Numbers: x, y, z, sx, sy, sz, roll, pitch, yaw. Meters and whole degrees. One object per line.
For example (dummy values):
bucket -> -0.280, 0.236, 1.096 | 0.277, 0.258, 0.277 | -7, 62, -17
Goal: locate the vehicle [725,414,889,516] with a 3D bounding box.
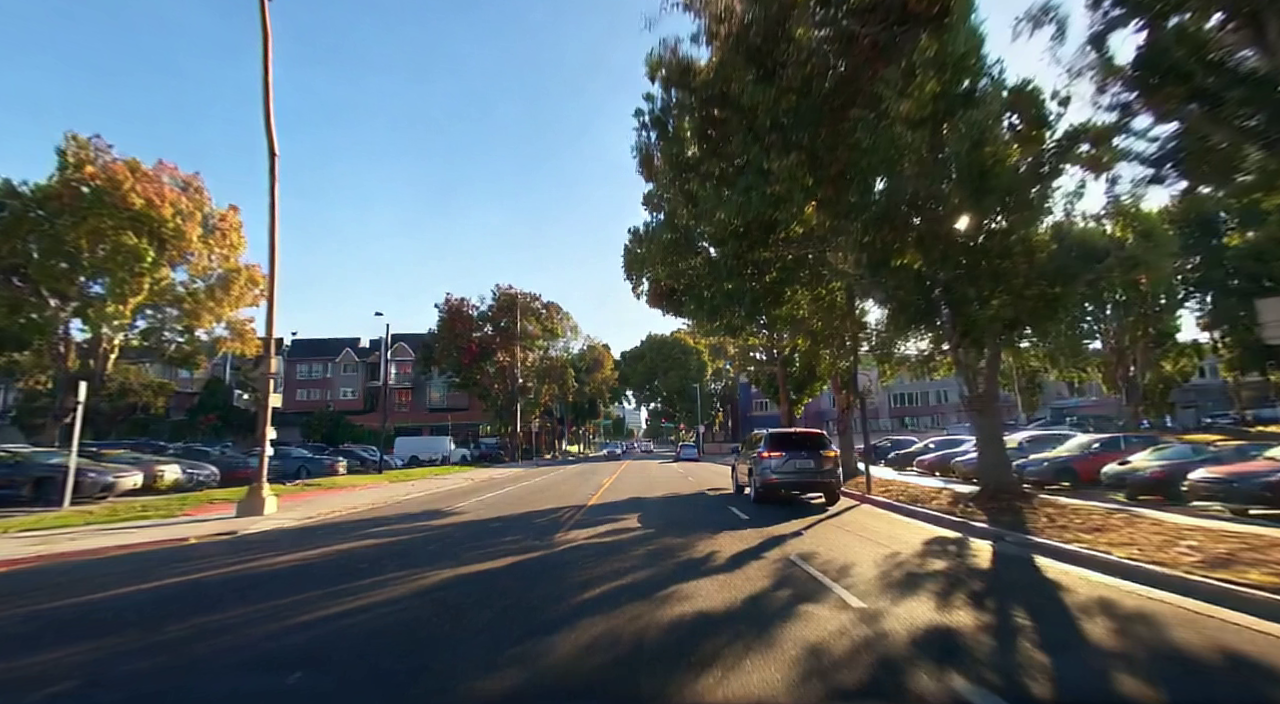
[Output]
vehicle -> 3.411, 2.456, 14.184 | 2.251, 1.861, 5.144 | 0, -9, 0

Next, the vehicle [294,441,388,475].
vehicle -> -15.126, 5.365, 31.929 | 3.993, 1.566, 2.114 | 4, -12, -33

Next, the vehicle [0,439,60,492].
vehicle -> -24.591, 4.529, 24.807 | 4.620, 1.855, 2.173 | -11, -11, 43

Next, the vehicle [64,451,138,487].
vehicle -> -24.591, 5.252, 28.690 | 2.047, 1.463, 4.381 | 8, -12, -44

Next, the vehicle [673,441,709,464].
vehicle -> 3.499, 7.064, 44.457 | 2.072, 1.471, 4.834 | 0, -9, -1

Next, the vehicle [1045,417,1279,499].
vehicle -> 12.239, 2.369, 14.206 | 4.586, 1.671, 2.262 | 0, -9, 1

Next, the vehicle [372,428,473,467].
vehicle -> -15.068, 6.646, 43.911 | 6.071, 2.468, 2.616 | 7, -11, -40

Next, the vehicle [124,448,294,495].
vehicle -> -14.603, 4.001, 21.560 | 1.892, 1.408, 4.413 | -8, -12, 43
